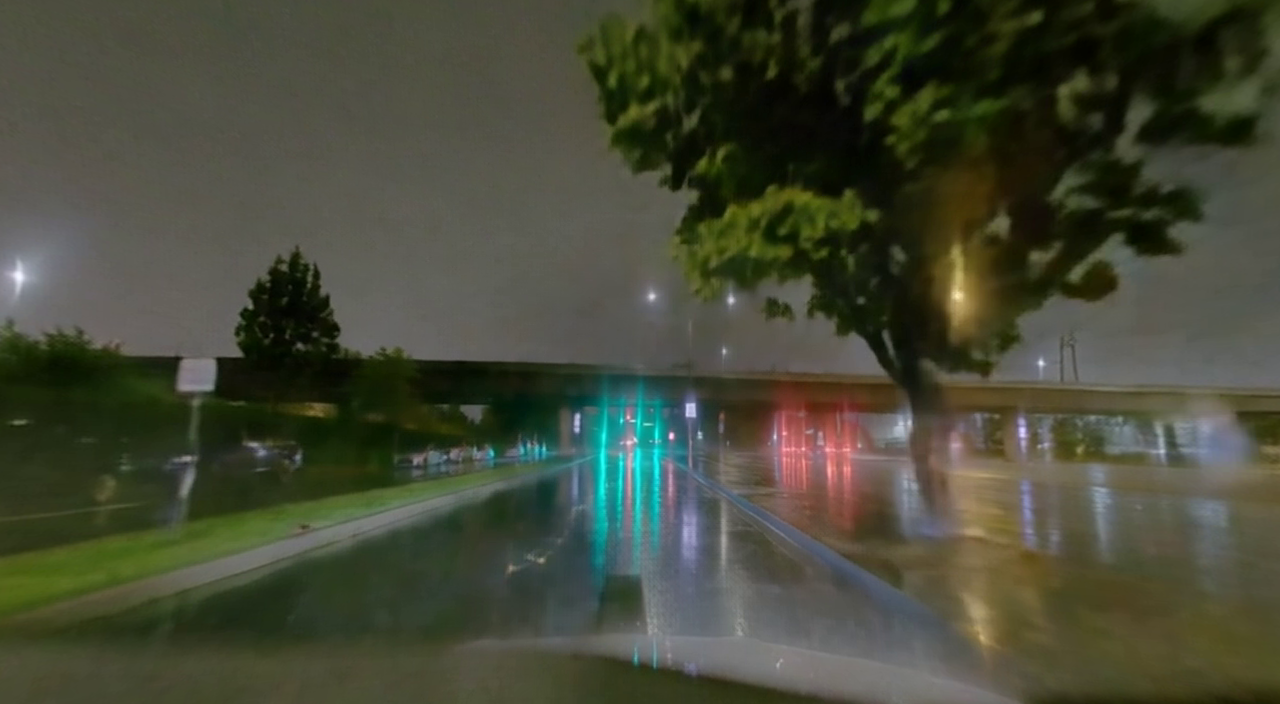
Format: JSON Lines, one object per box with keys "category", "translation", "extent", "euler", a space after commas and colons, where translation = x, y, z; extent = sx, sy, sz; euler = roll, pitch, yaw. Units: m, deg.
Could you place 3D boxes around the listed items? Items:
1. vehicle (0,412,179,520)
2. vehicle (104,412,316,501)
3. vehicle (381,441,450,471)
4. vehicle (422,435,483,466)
{"category": "vehicle", "translation": [-13.232, 2.435, 13.968], "extent": [2.136, 2.016, 5.354], "euler": [2, -9, -3]}
{"category": "vehicle", "translation": [-13.345, 3.292, 20.400], "extent": [2.307, 2.349, 6.335], "euler": [1, -8, 0]}
{"category": "vehicle", "translation": [-13.001, 6.029, 36.930], "extent": [2.156, 1.489, 4.758], "euler": [4, -8, 2]}
{"category": "vehicle", "translation": [-12.603, 6.644, 42.895], "extent": [2.064, 1.809, 5.545], "euler": [4, -8, 3]}
